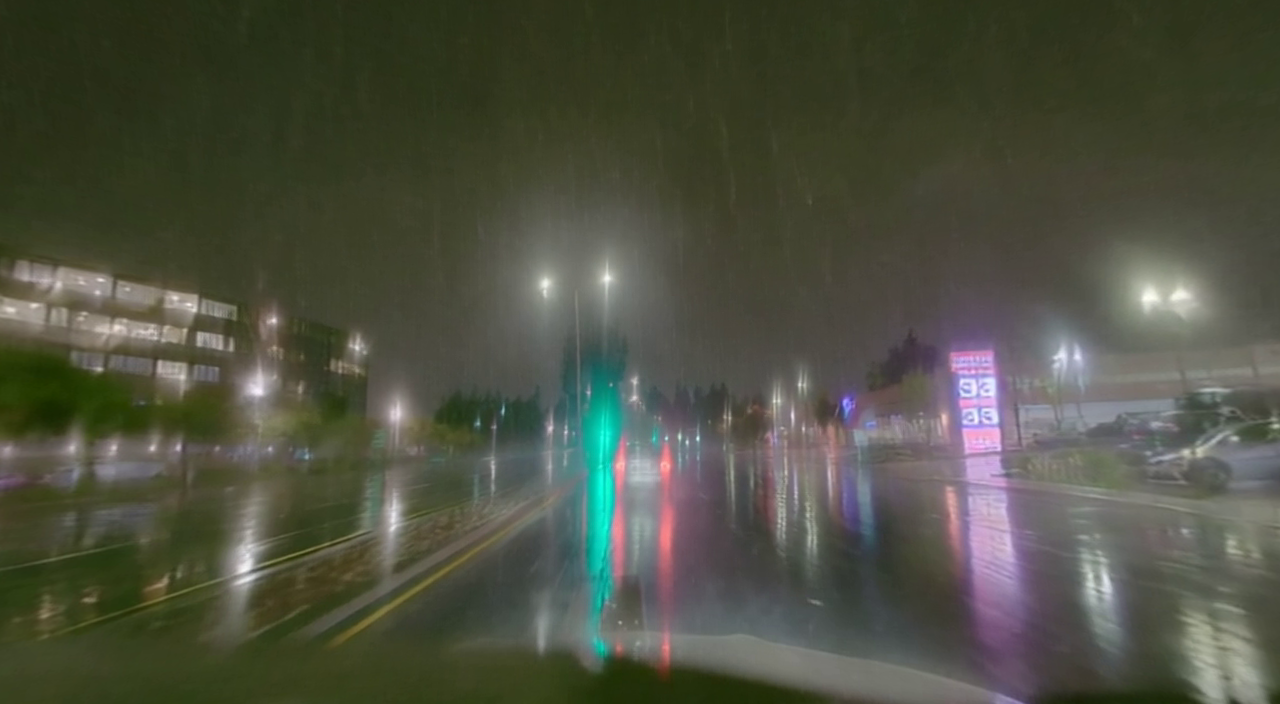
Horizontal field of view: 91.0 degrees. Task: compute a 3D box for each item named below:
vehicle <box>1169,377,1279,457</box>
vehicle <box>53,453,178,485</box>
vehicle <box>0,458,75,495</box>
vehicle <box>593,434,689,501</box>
[{"bbox_3d":[24.382,2.598,24.449,2.170,2.875,5.941,1,-9,-3],"label":"vehicle"},{"bbox_3d":[-27.709,6.161,33.372,4.665,1.578,2.051,0,-8,-3],"label":"vehicle"},{"bbox_3d":[-27.864,5.436,27.603,4.209,1.497,1.913,0,-9,0],"label":"vehicle"},{"bbox_3d":[-0.009,2.858,16.028,2.126,1.475,3.967,0,-8,-1],"label":"vehicle"}]
